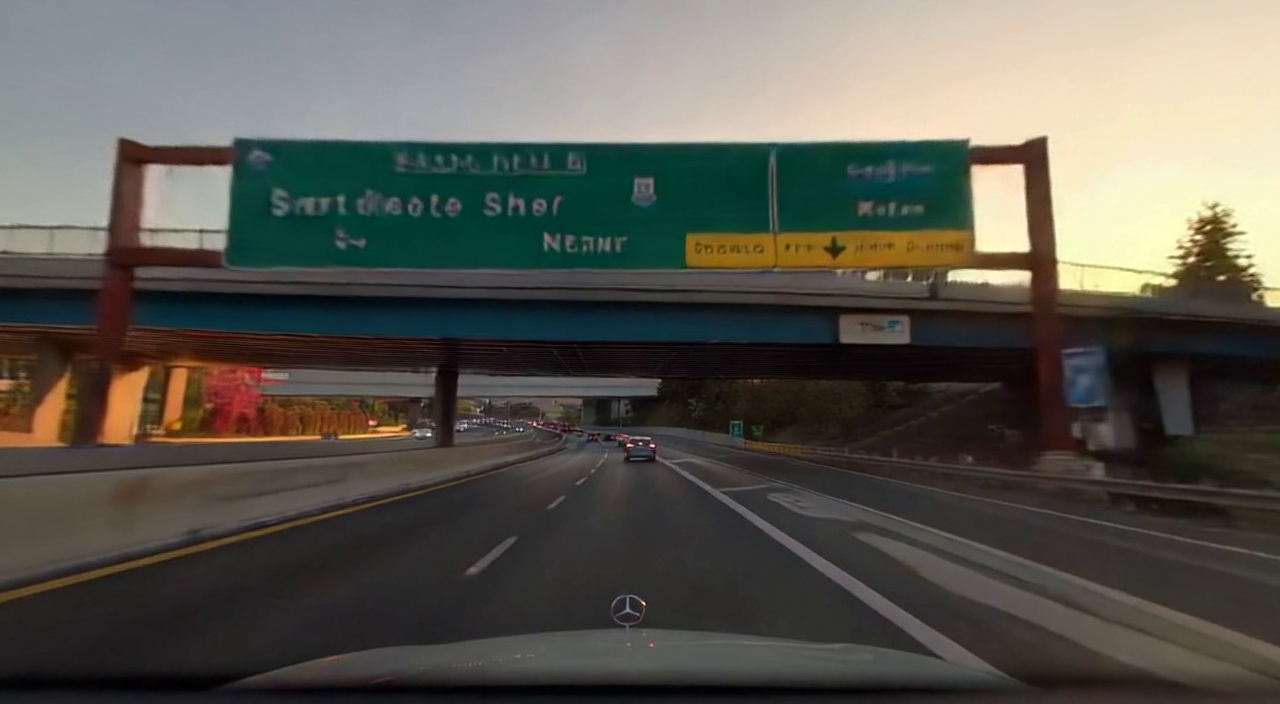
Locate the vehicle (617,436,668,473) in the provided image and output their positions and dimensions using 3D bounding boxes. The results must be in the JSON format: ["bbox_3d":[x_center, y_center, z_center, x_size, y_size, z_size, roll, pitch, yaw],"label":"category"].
[{"bbox_3d":[0.111,4.557,28.160,2.130,1.512,4.057,0,-8,0],"label":"vehicle"}]
